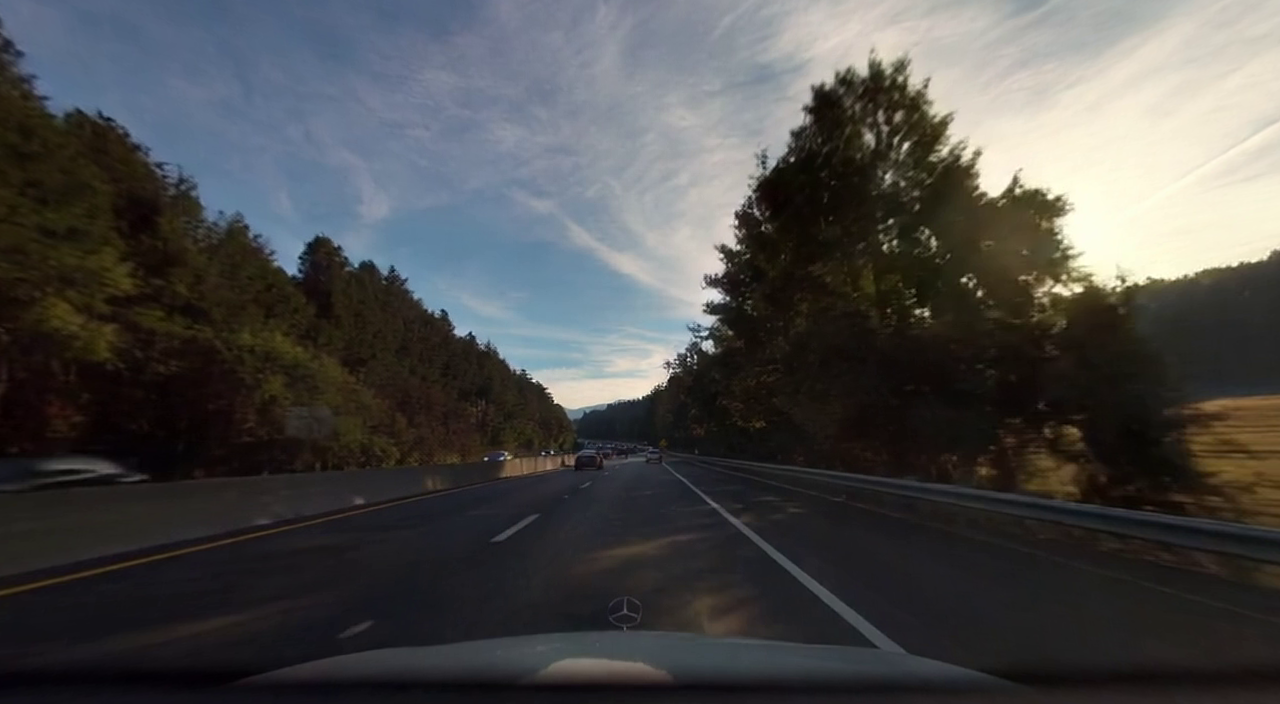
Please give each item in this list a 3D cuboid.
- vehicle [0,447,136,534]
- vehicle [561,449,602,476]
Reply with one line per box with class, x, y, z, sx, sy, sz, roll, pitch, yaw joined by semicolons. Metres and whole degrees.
vehicle;-12.573;2.594;11.963;2.005;1.555;4.819;0;-9;0
vehicle;-3.394;6.549;37.522;1.970;1.483;4.097;-1;-9;1
